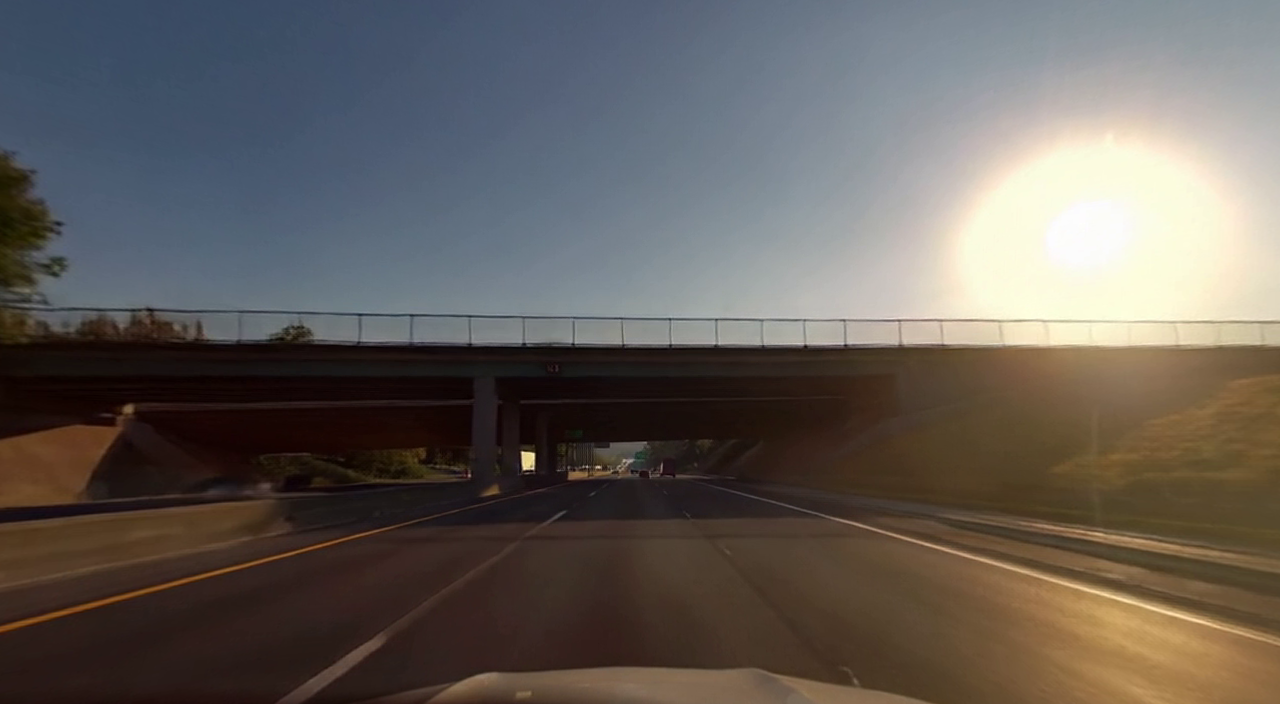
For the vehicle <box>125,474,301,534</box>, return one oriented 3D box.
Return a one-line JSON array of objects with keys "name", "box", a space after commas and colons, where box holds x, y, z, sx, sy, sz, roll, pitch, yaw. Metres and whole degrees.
[{"name": "vehicle", "box": [-12.000, 4.269, 18.180, 1.873, 1.436, 4.528, 1, -11, 0]}]
